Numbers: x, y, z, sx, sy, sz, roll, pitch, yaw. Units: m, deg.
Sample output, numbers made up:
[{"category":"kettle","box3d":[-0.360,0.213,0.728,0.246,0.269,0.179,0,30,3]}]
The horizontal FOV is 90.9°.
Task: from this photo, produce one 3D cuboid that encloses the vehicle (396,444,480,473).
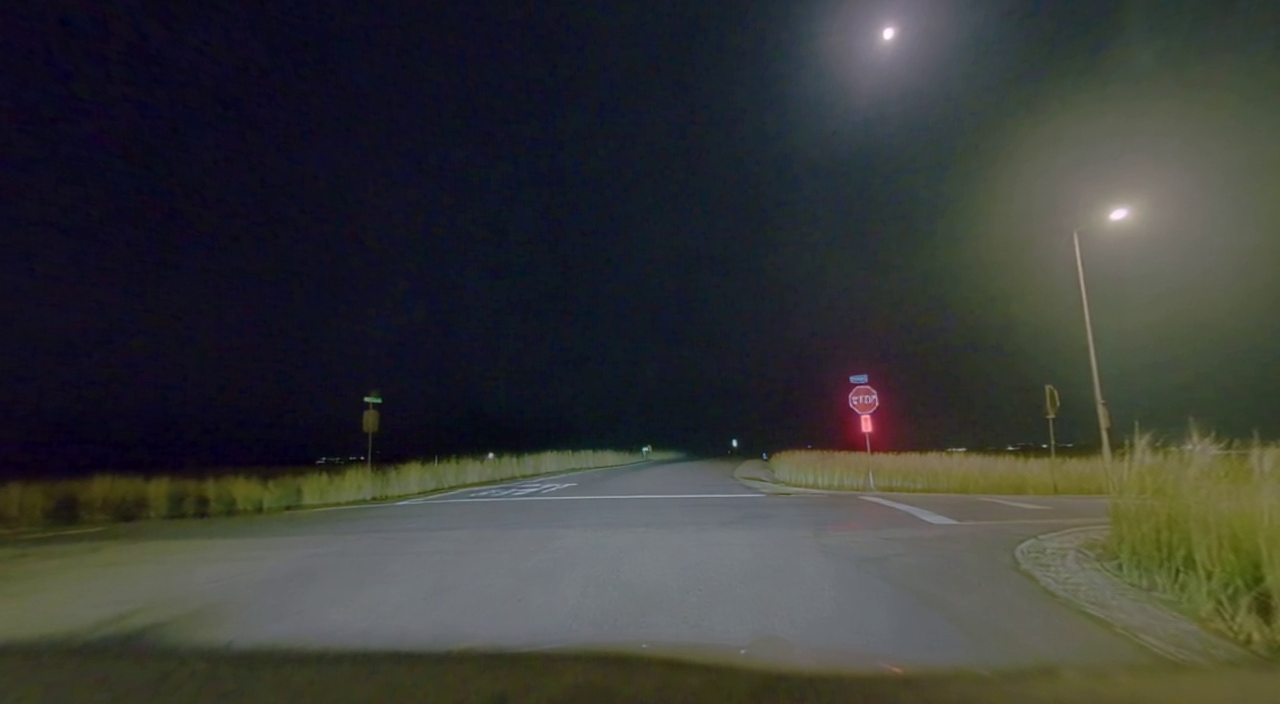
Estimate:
[{"category":"vehicle","box3d":[-12.683,6.696,39.714,4.590,1.735,1.973,0,-9,2]}]
